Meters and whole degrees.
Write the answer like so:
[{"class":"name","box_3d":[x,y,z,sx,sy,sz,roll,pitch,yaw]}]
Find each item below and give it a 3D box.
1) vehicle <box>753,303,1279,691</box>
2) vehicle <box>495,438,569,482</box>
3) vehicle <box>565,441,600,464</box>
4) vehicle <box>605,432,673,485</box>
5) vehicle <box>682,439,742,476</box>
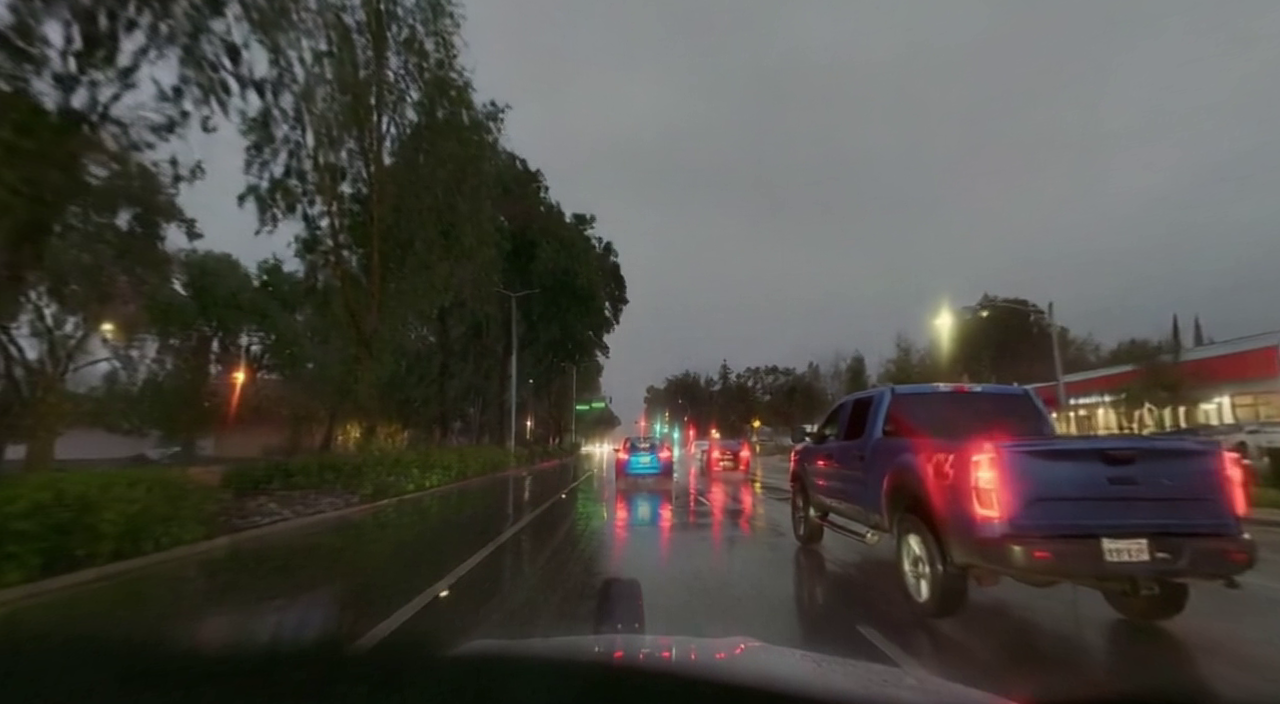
[{"class":"vehicle","box_3d":[3.158,1.207,6.501,2.731,2.101,6.047,0,-8,-1]},{"class":"vehicle","box_3d":[-3.922,3.977,23.496,1.960,1.475,4.161,0,-8,1]},{"class":"vehicle","box_3d":[-3.942,6.955,43.714,1.959,1.482,4.701,0,-9,0]},{"class":"vehicle","box_3d":[-0.067,3.648,21.889,2.145,1.650,4.021,0,-8,-1]},{"class":"vehicle","box_3d":[3.021,4.507,27.169,1.970,1.464,4.249,0,-8,-2]}]
